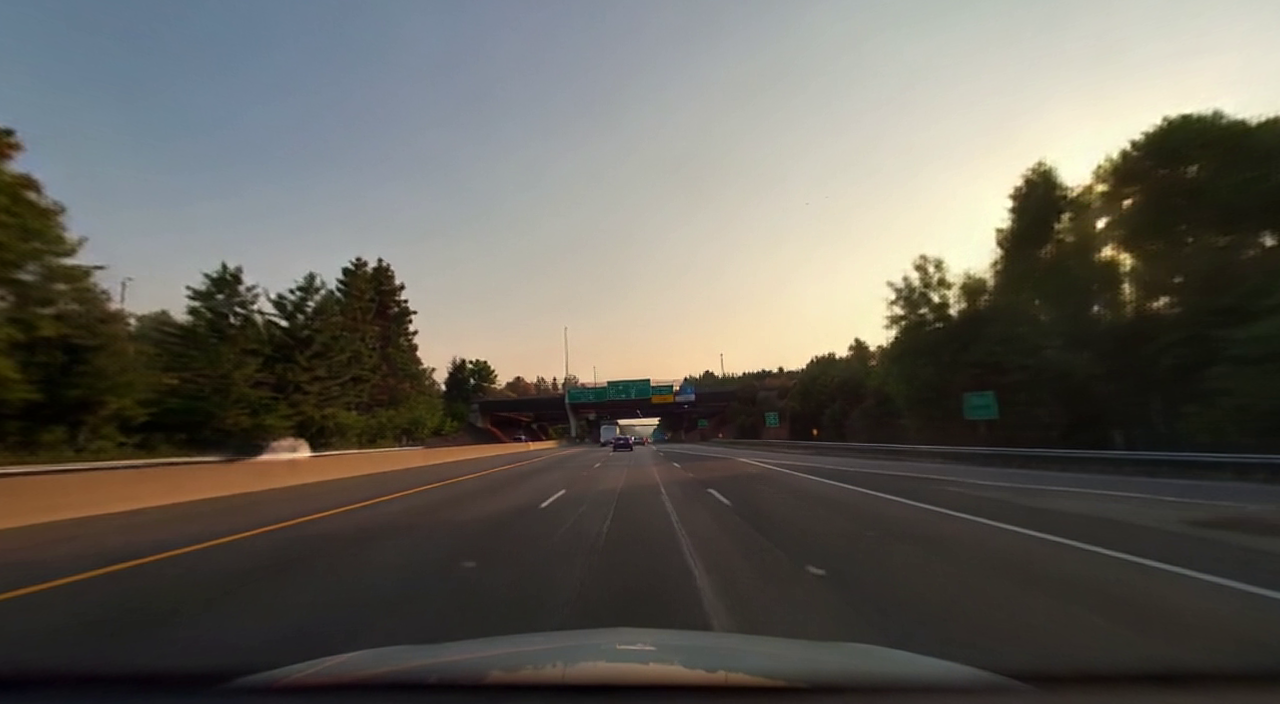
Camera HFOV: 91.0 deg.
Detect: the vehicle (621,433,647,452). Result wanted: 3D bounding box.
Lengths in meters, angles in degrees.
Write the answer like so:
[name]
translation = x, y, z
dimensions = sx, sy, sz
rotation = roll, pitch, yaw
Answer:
[vehicle]
translation = -0.547, 7.108, 49.518
dimensions = 1.952, 1.438, 3.702
rotation = 0, -8, -2
